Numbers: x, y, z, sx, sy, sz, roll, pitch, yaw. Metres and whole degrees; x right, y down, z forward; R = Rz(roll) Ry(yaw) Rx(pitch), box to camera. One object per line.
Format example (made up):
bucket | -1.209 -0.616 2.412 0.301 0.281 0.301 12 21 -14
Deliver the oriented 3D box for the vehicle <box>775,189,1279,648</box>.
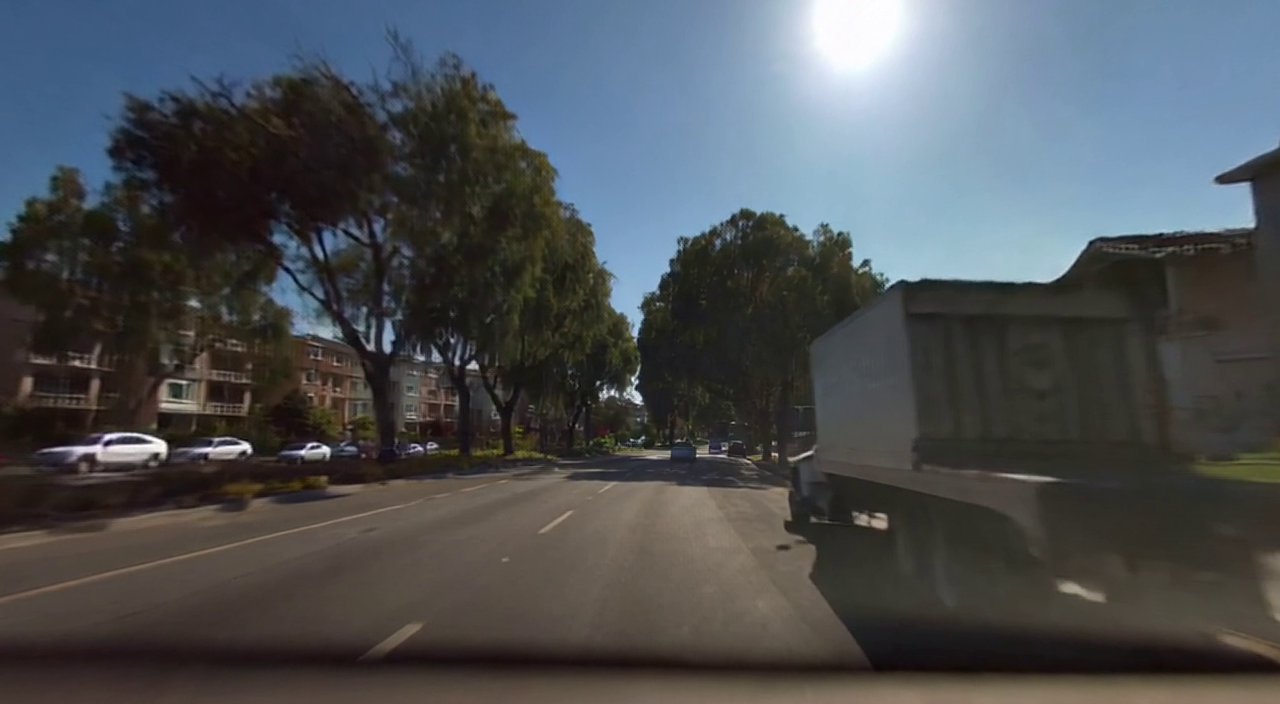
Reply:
vehicle | 4.111 1.012 8.747 2.945 3.277 8.473 0 -8 3

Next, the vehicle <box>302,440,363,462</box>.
vehicle | -22.484 7.238 46.231 1.772 1.447 4.582 -1 -8 6

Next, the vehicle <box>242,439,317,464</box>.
vehicle | -22.936 6.345 40.299 1.900 1.489 4.361 -1 -8 5

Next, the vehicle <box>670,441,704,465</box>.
vehicle | 2.839 6.028 37.853 1.871 1.370 4.206 -1 -8 5

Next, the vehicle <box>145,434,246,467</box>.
vehicle | -23.682 5.266 33.835 2.008 1.668 4.379 -1 -8 4

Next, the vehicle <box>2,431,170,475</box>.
vehicle | -24.235 4.440 27.980 2.242 1.693 5.560 -2 -9 4
